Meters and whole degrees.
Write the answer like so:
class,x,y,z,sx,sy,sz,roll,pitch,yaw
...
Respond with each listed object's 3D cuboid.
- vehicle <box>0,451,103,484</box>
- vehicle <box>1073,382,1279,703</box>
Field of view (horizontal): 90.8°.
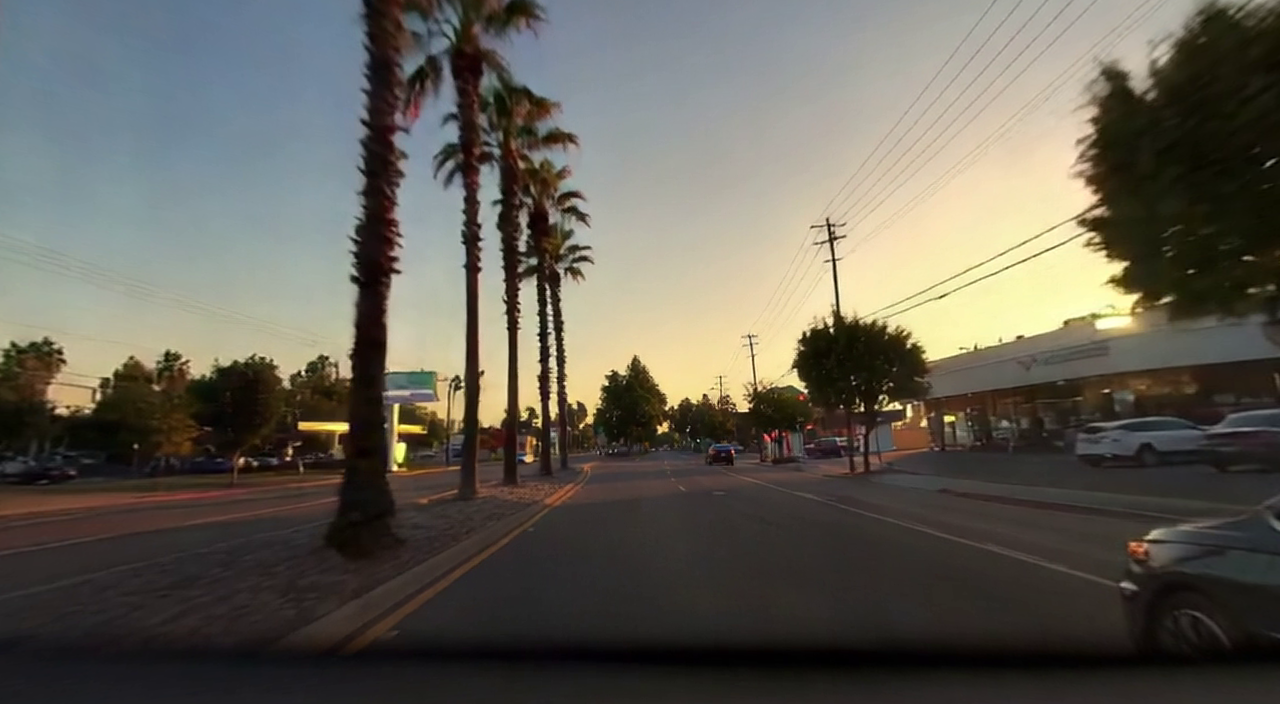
class,x,y,z,sx,sy,sz,roll,pitch,yaw
vehicle,-32.531,6.262,34.592,1.886,1.609,4.563,-1,-9,6
vehicle,3.463,0.686,0.915,2.075,1.579,5.101,0,-9,0
